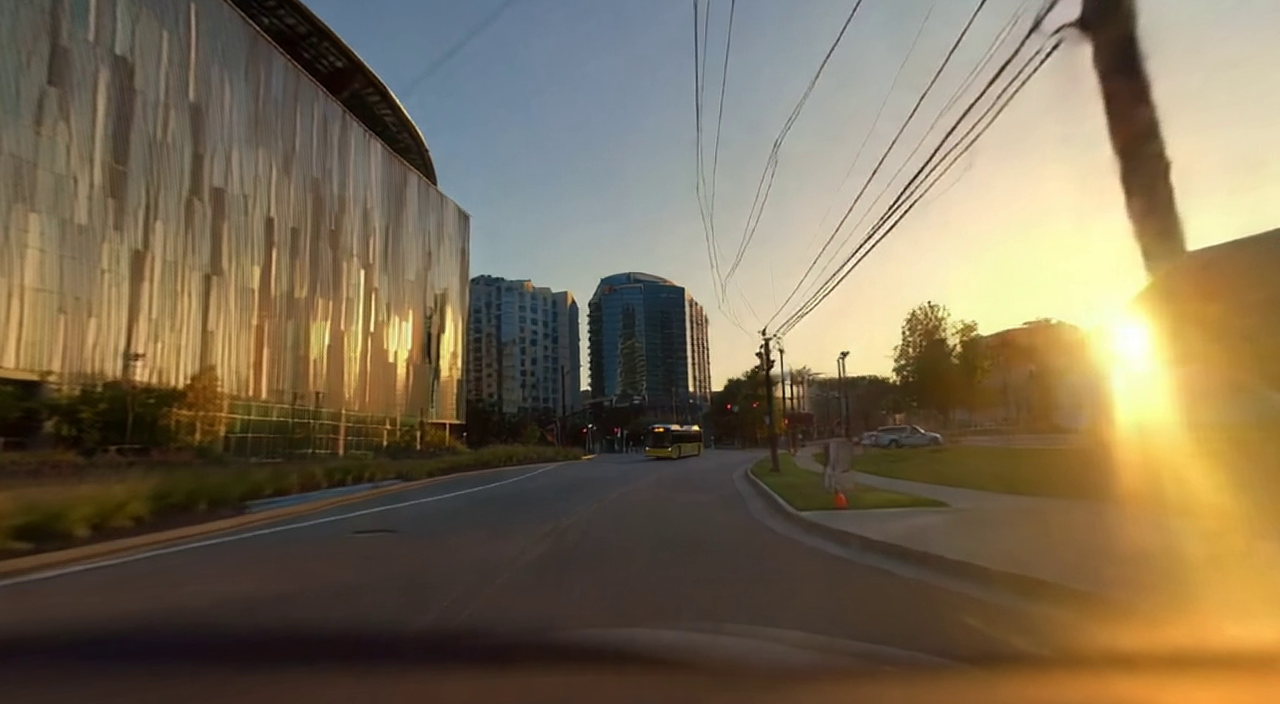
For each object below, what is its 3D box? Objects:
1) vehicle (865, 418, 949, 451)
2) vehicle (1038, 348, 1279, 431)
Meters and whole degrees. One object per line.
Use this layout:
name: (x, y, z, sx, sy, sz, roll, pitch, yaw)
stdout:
vehicle: (17.631, 5.533, 41.855, 4.647, 1.951, 2.304, -3, -10, 12)
vehicle: (13.889, 1.028, 16.061, 5.745, 1.902, 2.244, -1, -8, 8)
